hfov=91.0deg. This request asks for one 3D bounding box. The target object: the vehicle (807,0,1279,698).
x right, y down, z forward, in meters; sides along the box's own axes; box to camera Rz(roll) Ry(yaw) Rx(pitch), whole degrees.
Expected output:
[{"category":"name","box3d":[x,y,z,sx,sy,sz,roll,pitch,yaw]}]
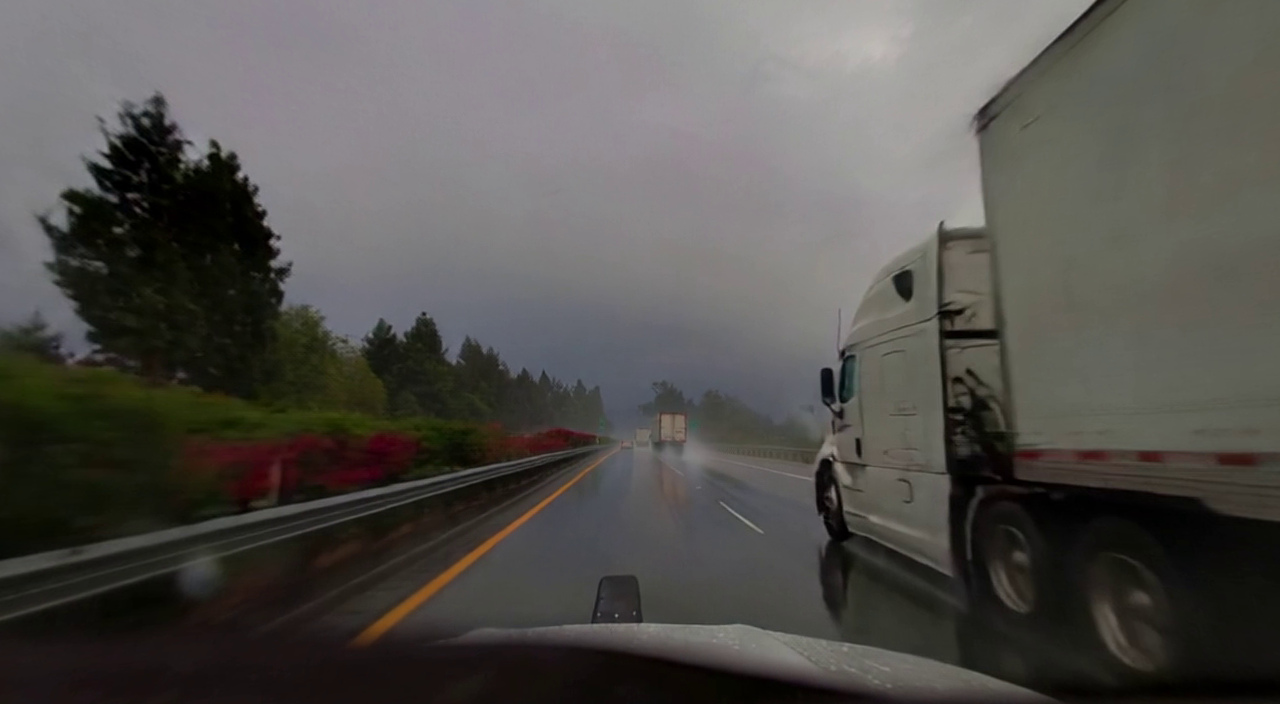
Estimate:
[{"category":"vehicle","box3d":[4.181,0.223,6.496,3.073,3.927,6.116,0,-8,-1]}]
